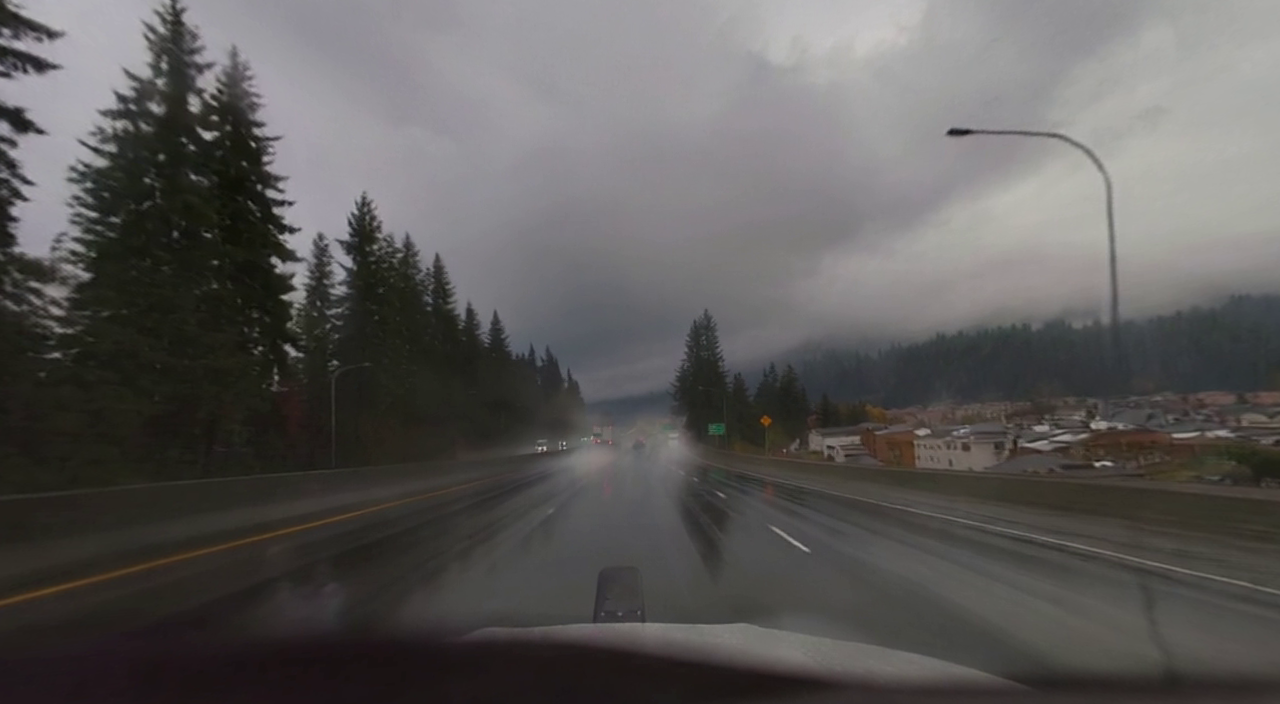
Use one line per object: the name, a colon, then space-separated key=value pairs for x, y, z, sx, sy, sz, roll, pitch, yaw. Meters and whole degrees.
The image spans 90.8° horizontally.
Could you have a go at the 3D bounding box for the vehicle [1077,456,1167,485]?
vehicle: x=35.366 y=8.645 z=46.383 sx=5.275 sy=1.756 sz=2.198 roll=0 pitch=-6 yaw=-11
